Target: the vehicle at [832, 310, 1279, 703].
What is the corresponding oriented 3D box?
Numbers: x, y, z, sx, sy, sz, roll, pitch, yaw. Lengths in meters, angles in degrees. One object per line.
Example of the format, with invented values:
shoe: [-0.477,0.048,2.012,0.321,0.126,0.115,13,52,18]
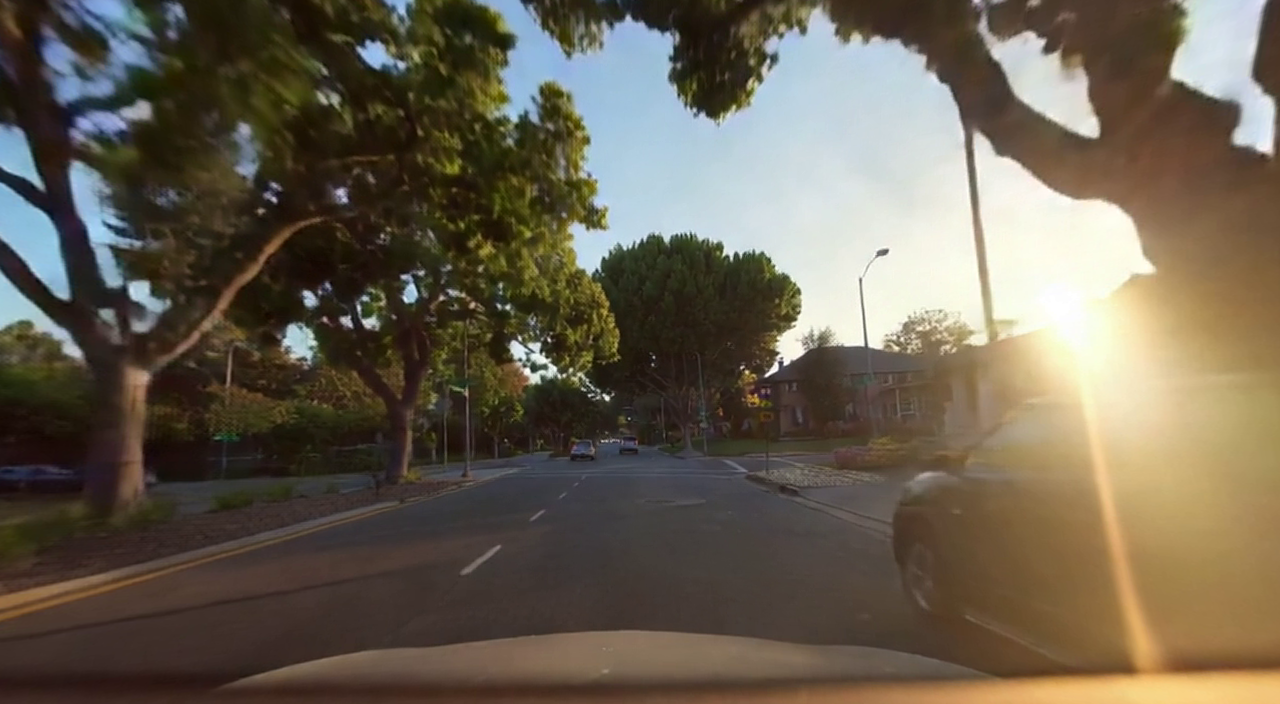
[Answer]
vehicle: [3.427,1.054,3.881,2.388,1.879,6.303,2,-8,-2]
